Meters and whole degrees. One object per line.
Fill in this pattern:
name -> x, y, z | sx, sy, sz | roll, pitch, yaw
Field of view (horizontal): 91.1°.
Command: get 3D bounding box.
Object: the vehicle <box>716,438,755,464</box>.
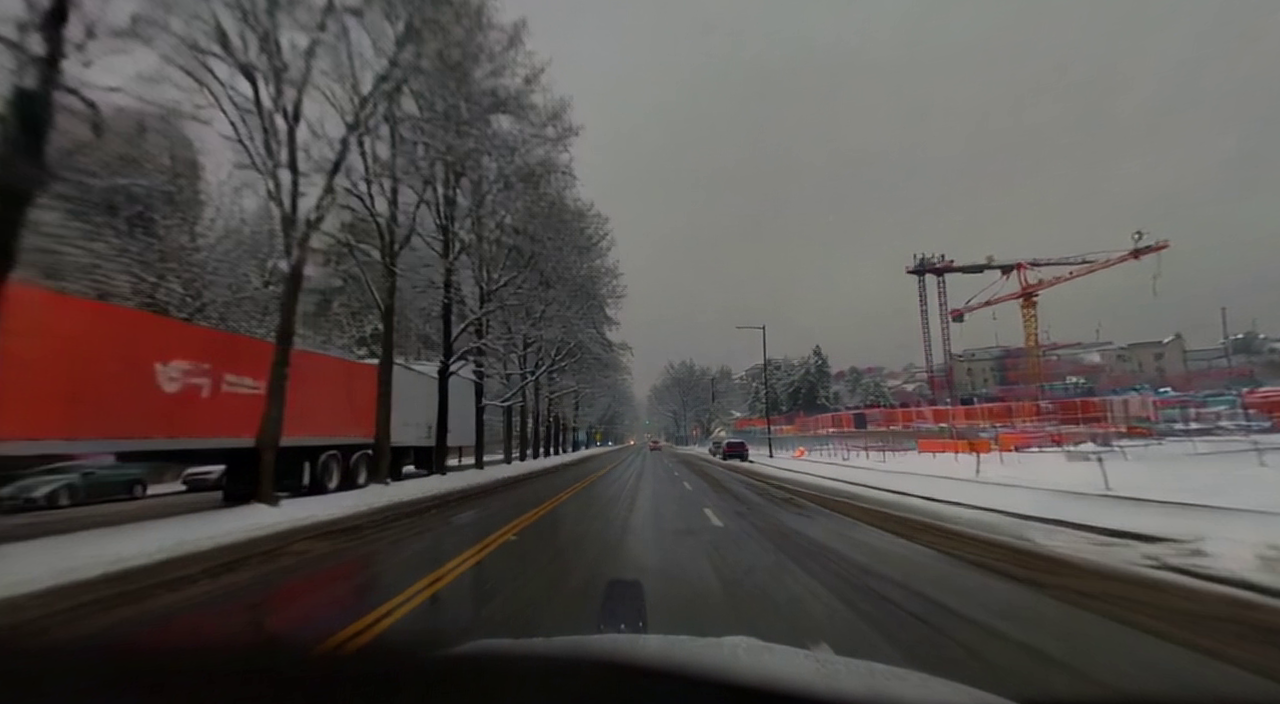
vehicle -> 7.123, 7.454, 47.427 | 2.169, 1.880, 4.849 | 0, -8, 0

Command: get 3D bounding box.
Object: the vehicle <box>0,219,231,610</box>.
vehicle -> -7.412, 0.290, 3.829 | 3.032, 3.524, 9.640 | 0, -8, 2
